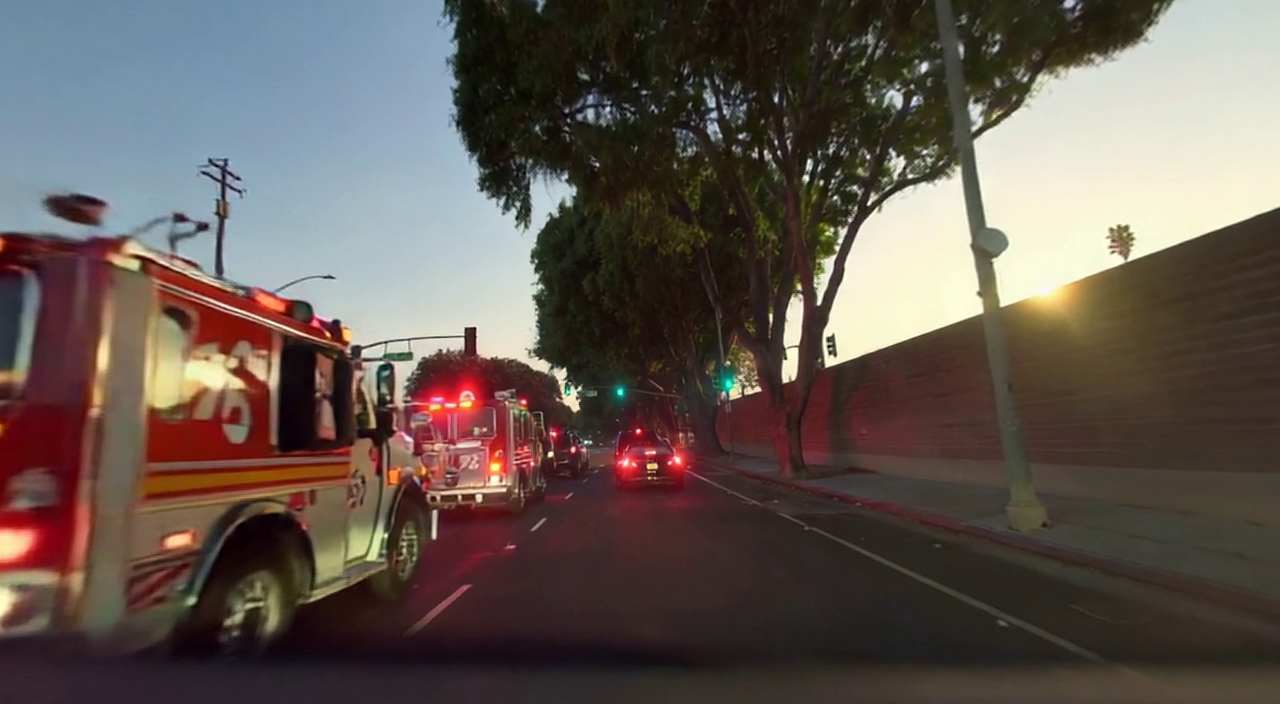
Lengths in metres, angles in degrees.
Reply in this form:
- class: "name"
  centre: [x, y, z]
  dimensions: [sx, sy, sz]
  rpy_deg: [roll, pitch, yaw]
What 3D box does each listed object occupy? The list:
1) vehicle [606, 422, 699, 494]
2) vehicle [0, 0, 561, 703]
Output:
- class: "vehicle"
  centre: [0.182, 3.114, 18.872]
  dimensions: [2.332, 1.831, 4.930]
  rpy_deg: [0, -8, -4]
- class: "vehicle"
  centre: [-3.593, 0.885, 8.724]
  dimensions: [3.631, 3.655, 12.773]
  rpy_deg: [0, -8, -1]
